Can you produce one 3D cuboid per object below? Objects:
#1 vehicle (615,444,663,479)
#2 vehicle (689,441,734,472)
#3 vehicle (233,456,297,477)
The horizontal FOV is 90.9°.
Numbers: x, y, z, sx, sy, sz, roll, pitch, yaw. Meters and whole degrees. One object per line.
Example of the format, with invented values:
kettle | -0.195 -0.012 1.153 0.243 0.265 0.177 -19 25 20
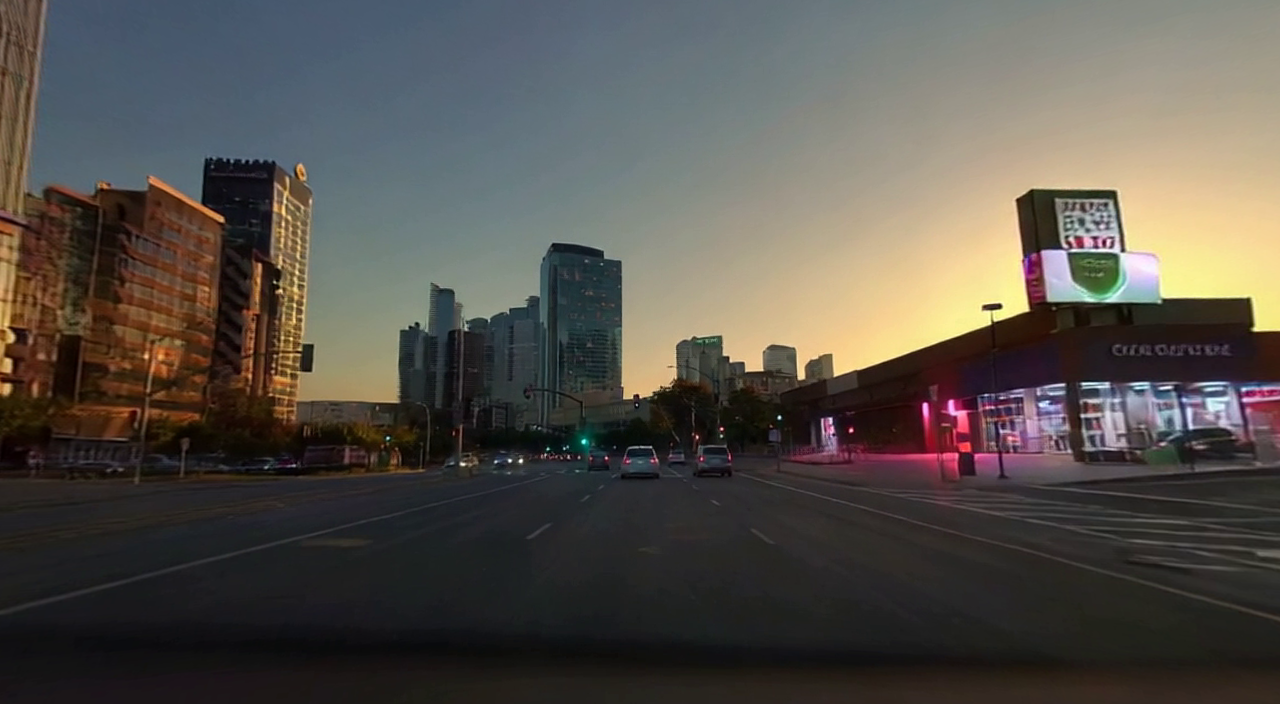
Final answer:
vehicle | -0.047 4.973 28.980 2.059 1.477 3.988 0 -8 0
vehicle | 4.109 6.050 36.841 2.007 1.683 4.171 0 -8 -2
vehicle | -29.300 8.925 49.388 1.879 1.489 4.627 -1 -9 6
